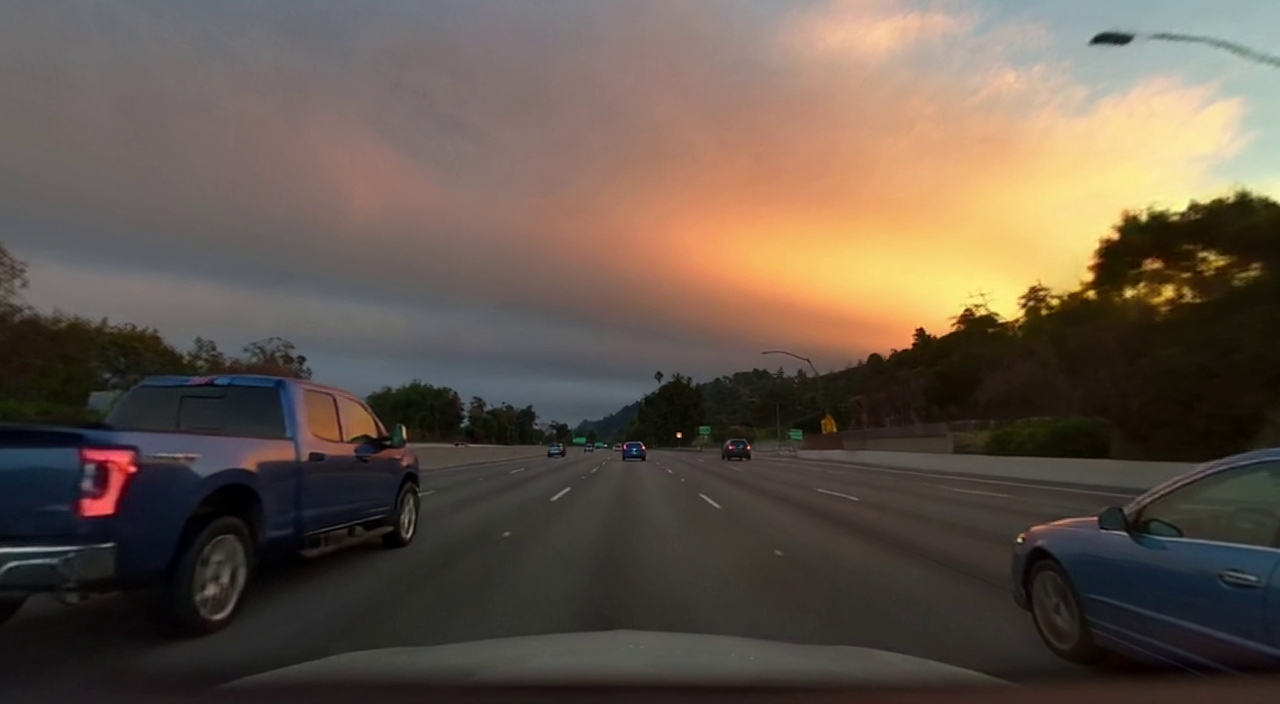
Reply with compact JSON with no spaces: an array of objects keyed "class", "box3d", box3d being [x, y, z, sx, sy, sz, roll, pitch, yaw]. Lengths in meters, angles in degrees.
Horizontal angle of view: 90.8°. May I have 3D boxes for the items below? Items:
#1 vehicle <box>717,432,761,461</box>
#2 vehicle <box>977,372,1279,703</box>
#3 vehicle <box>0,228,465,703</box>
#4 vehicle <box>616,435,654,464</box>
[{"class":"vehicle","box3d":[6.848,6.598,44.249,2.103,1.898,5.310,0,-8,-1]},{"class":"vehicle","box3d":[3.082,0.731,1.365,2.072,1.501,4.694,0,-8,-1]},{"class":"vehicle","box3d":[-3.715,0.954,5.650,2.592,2.179,6.034,0,-8,-1]},{"class":"vehicle","box3d":[-0.317,5.853,38.088,2.157,1.642,4.189,0,-8,-1]}]
